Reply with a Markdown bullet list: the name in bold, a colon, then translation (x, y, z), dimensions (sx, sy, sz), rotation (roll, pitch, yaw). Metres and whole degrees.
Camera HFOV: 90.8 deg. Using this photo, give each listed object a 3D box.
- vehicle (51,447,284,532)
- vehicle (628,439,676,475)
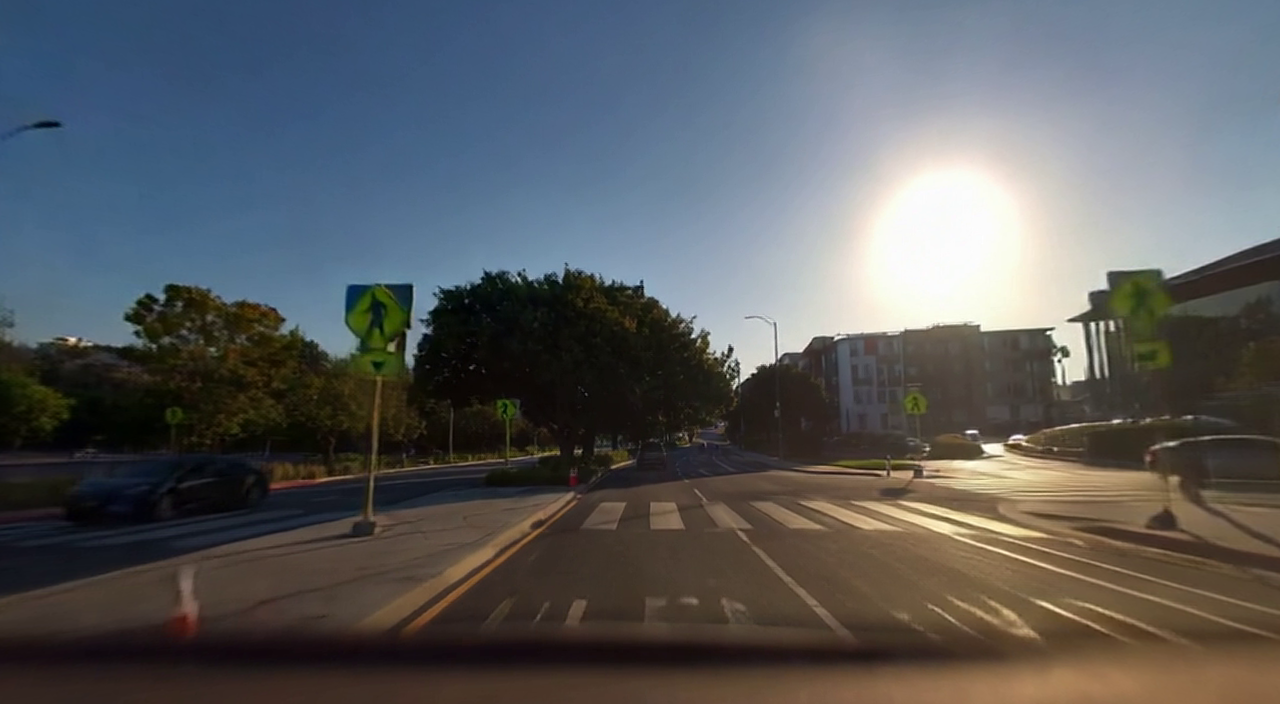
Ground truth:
- **vehicle**: translation (-10.451, 3.011, 14.484), dimensions (2.197, 1.606, 4.034), rotation (0, -8, 0)
- **vehicle**: translation (0.610, 5.075, 30.691), dimensions (2.158, 1.600, 3.865), rotation (-1, -8, 2)
